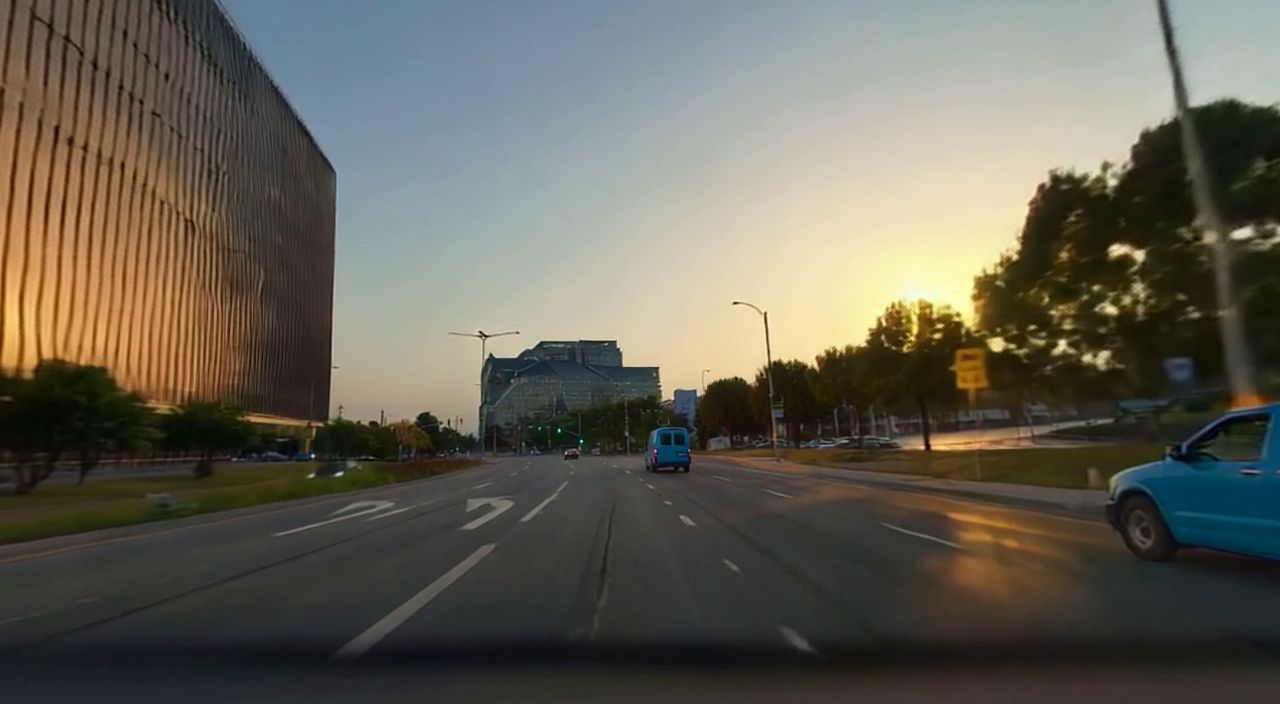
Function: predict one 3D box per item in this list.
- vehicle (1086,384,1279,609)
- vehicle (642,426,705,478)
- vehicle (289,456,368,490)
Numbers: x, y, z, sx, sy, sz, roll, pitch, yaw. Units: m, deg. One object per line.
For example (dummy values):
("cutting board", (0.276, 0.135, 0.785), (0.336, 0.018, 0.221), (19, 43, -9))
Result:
("vehicle", (5.958, 1.077, 4.641), (1.992, 1.726, 4.434), (0, -9, -1))
("vehicle", (1.475, 4.759, 30.195), (2.339, 2.244, 4.817), (0, -9, -5))
("vehicle", (-15.422, 5.963, 31.413), (1.893, 1.447, 4.581), (0, -8, -4))
